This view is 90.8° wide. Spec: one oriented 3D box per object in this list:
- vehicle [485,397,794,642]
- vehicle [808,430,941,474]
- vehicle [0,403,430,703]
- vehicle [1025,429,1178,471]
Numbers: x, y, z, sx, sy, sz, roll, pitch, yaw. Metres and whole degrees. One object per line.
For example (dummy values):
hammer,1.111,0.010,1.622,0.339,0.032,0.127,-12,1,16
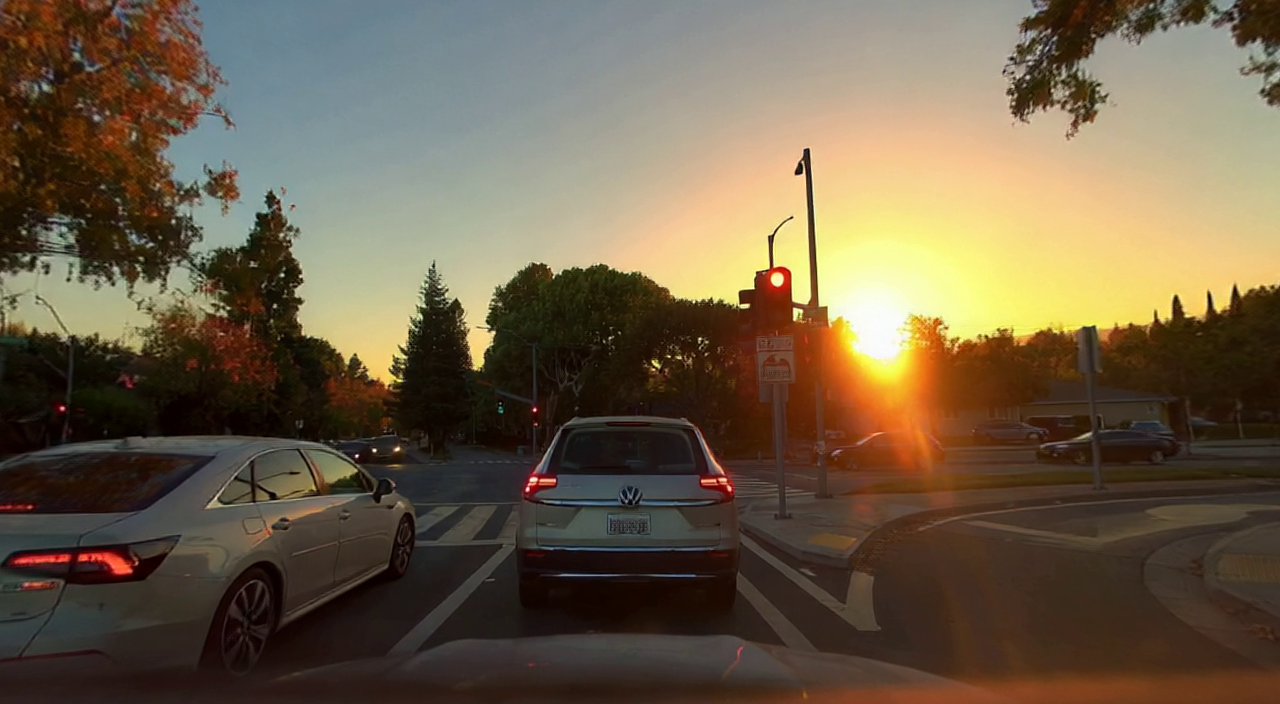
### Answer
vehicle,-0.149,1.471,6.563,2.154,1.670,4.140,1,-9,-5
vehicle,9.917,4.284,27.100,4.887,1.769,2.035,-1,-9,6
vehicle,-3.297,1.275,4.713,2.035,1.492,4.415,0,-9,-2
vehicle,18.931,4.040,26.120,4.670,1.616,1.926,-1,-9,6
